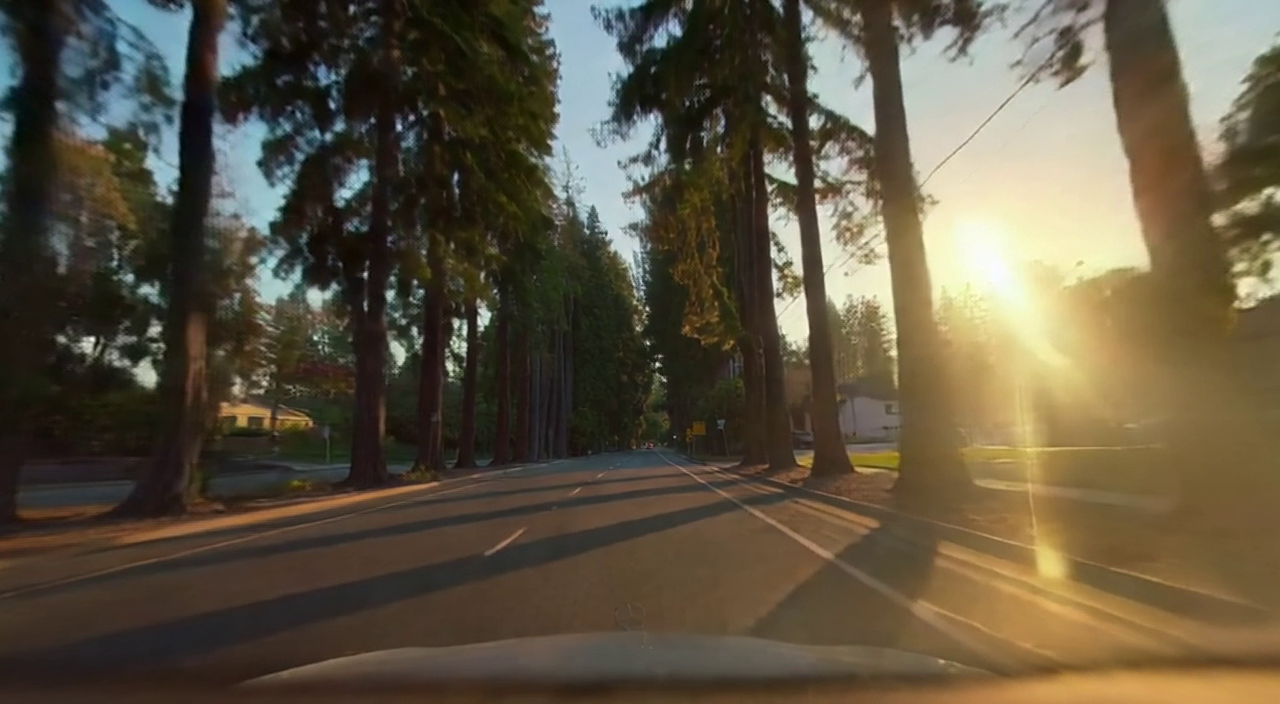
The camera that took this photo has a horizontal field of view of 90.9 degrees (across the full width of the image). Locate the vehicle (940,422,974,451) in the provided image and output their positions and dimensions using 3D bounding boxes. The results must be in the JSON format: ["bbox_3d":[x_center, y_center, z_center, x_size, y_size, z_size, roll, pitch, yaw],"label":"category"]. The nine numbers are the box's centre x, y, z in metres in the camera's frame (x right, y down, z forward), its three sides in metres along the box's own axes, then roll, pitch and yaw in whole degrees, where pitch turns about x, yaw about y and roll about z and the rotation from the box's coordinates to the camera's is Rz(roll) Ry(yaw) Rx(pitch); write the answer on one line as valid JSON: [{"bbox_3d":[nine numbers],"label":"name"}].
[{"bbox_3d":[21.778,5.862,43.426,1.889,1.853,4.207,-4,-9,25],"label":"vehicle"}]
